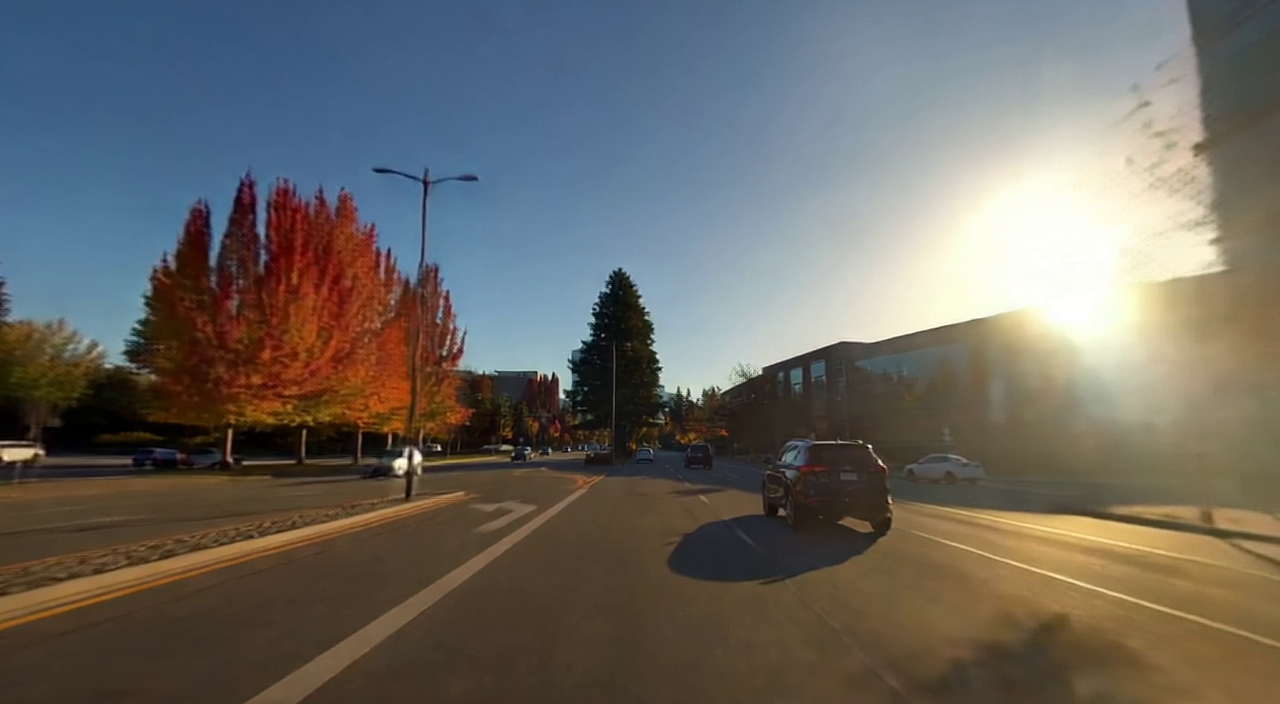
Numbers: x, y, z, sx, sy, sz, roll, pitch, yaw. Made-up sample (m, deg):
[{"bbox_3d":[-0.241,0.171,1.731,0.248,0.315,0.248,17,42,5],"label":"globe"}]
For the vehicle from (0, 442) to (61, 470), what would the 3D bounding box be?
[{"bbox_3d":[-41.549,6.847,41.733,1.920,1.763,4.591,0,-8,0],"label":"vehicle"}]

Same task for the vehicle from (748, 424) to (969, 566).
[{"bbox_3d":[2.910,1.974,9.428,1.901,1.634,3.896,1,-8,0],"label":"vehicle"}]

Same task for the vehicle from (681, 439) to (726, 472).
[{"bbox_3d":[3.782,6.222,38.119,2.154,1.844,4.634,1,-8,-1],"label":"vehicle"}]

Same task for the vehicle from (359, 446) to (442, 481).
[{"bbox_3d":[-11.353,5.291,30.271,2.055,1.479,4.693,-1,-9,1],"label":"vehicle"}]

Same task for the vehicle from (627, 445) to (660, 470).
[{"bbox_3d":[0.191,6.684,40.157,1.991,1.477,3.814,0,-8,-1],"label":"vehicle"}]

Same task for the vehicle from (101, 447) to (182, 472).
[{"bbox_3d":[-33.207,7.134,42.116,1.920,1.574,4.174,-1,-8,1],"label":"vehicle"}]

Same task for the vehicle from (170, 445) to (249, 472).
[{"bbox_3d":[-28.258,6.959,41.552,1.863,1.635,4.625,0,-8,0],"label":"vehicle"}]
